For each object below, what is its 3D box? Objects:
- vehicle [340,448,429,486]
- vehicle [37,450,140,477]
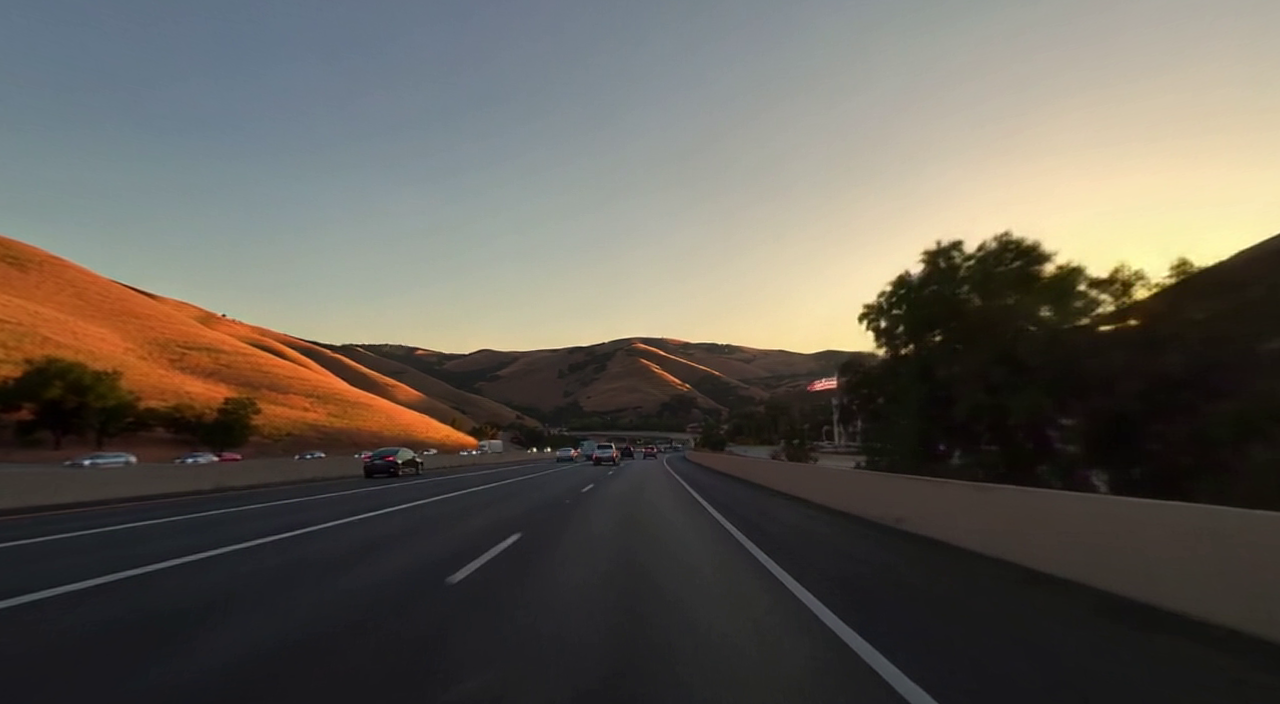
[{"bbox_3d":[-10.871,4.888,27.259,1.927,1.454,4.395,0,-8,1],"label":"vehicle"},{"bbox_3d":[-38.014,7.676,43.736,2.070,1.639,5.593,0,-8,1],"label":"vehicle"}]
